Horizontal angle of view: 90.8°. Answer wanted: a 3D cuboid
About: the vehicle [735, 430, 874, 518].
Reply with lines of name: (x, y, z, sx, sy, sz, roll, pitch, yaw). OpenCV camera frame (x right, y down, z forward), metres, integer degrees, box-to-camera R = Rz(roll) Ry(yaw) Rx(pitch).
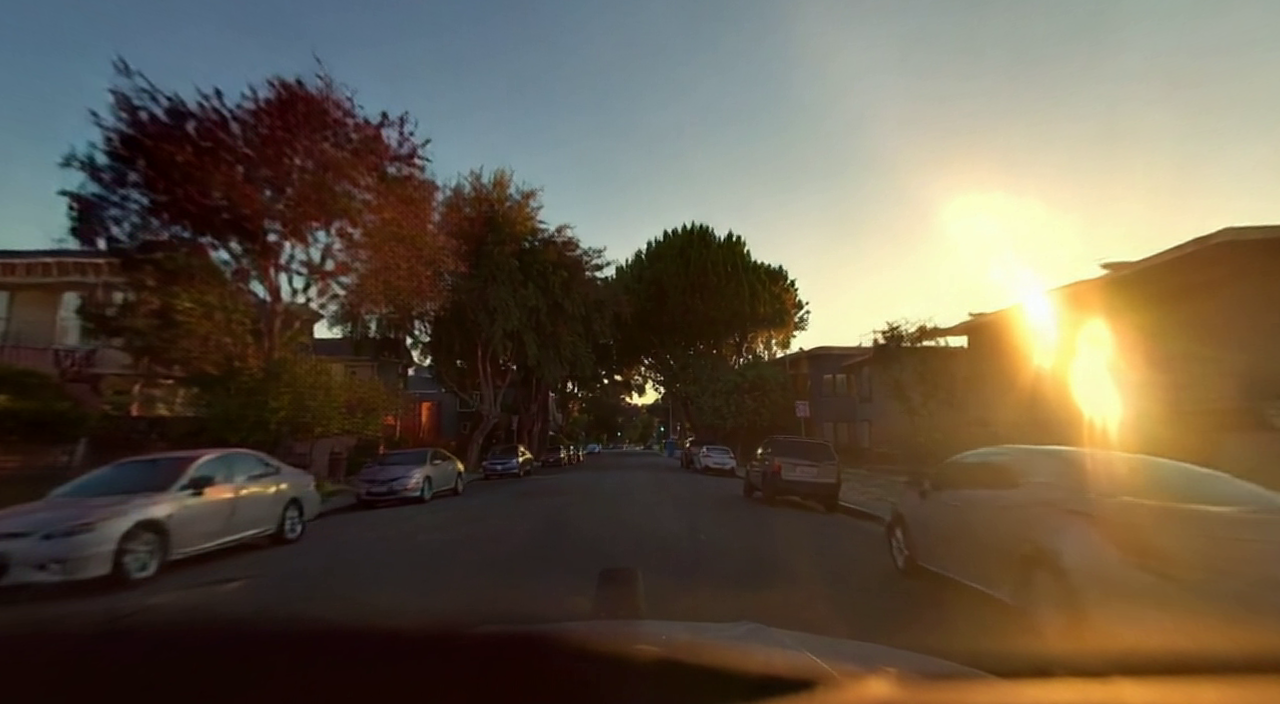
vehicle: (3.479, 2.667, 14.336, 1.950, 1.647, 4.425, 0, -9, 0)

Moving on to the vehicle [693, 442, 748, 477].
vehicle: (3.658, 4.981, 29.570, 1.968, 1.505, 4.368, 0, -9, 0)

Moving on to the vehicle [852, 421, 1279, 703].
vehicle: (3.485, 1.388, 5.065, 1.881, 1.482, 4.531, 0, -9, -2)

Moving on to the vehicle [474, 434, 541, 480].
vehicle: (-5.984, 4.813, 29.038, 2.106, 1.760, 4.573, -4, -9, -2)

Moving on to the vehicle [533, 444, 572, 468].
vehicle: (-5.831, 6.950, 42.518, 1.998, 1.485, 4.476, 0, -9, 0)

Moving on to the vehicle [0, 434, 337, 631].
vehicle: (-5.772, 1.859, 7.657, 1.947, 1.551, 4.552, -4, -7, 1)

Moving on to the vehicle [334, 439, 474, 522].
vehicle: (-5.893, 3.183, 16.396, 1.901, 1.475, 4.425, -5, -5, 0)
